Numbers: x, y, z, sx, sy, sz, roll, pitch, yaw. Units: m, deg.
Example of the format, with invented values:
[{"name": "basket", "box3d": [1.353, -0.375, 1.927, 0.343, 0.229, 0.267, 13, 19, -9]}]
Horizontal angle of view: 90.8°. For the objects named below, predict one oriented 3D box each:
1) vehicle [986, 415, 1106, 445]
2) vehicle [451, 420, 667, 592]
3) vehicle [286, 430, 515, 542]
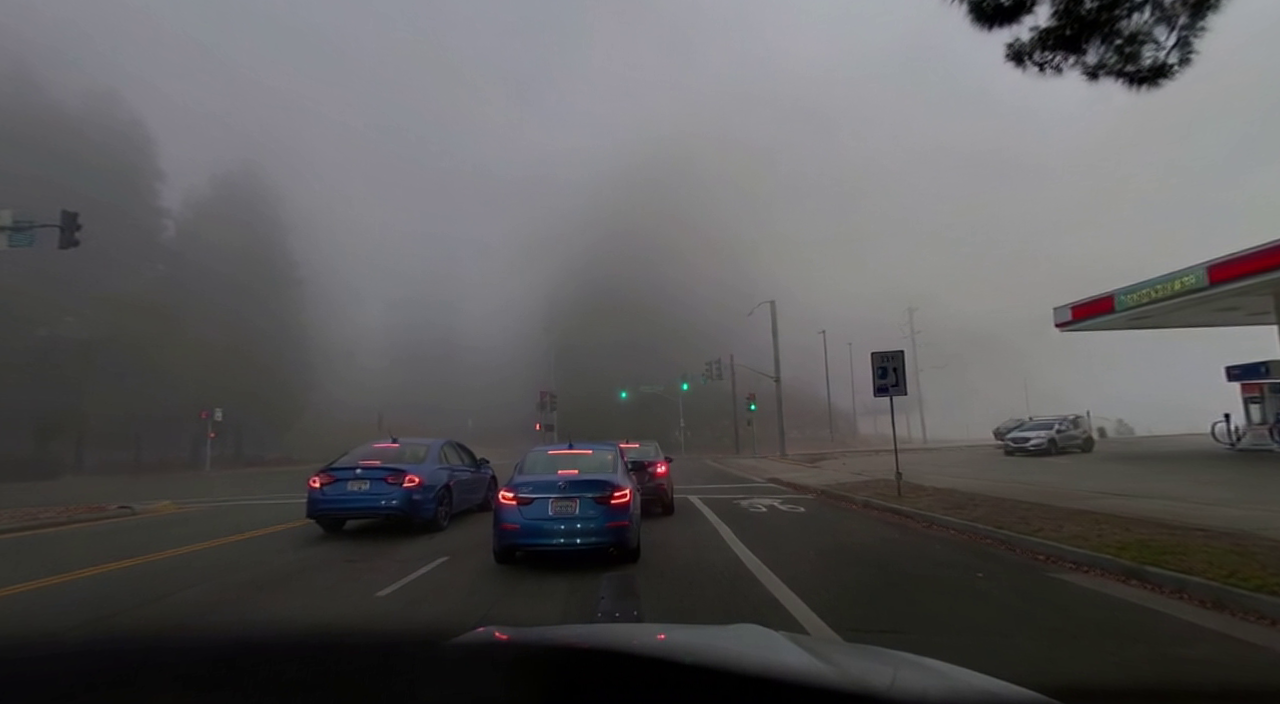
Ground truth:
[{"name": "vehicle", "box3d": [21.224, 4.134, 33.210, 4.874, 1.502, 2.048, 0, -8, 0]}, {"name": "vehicle", "box3d": [-0.645, 1.695, 7.890, 1.916, 1.510, 4.447, 0, -8, 2]}, {"name": "vehicle", "box3d": [-3.742, 2.179, 11.051, 1.995, 1.506, 4.773, 0, -8, 2]}]
